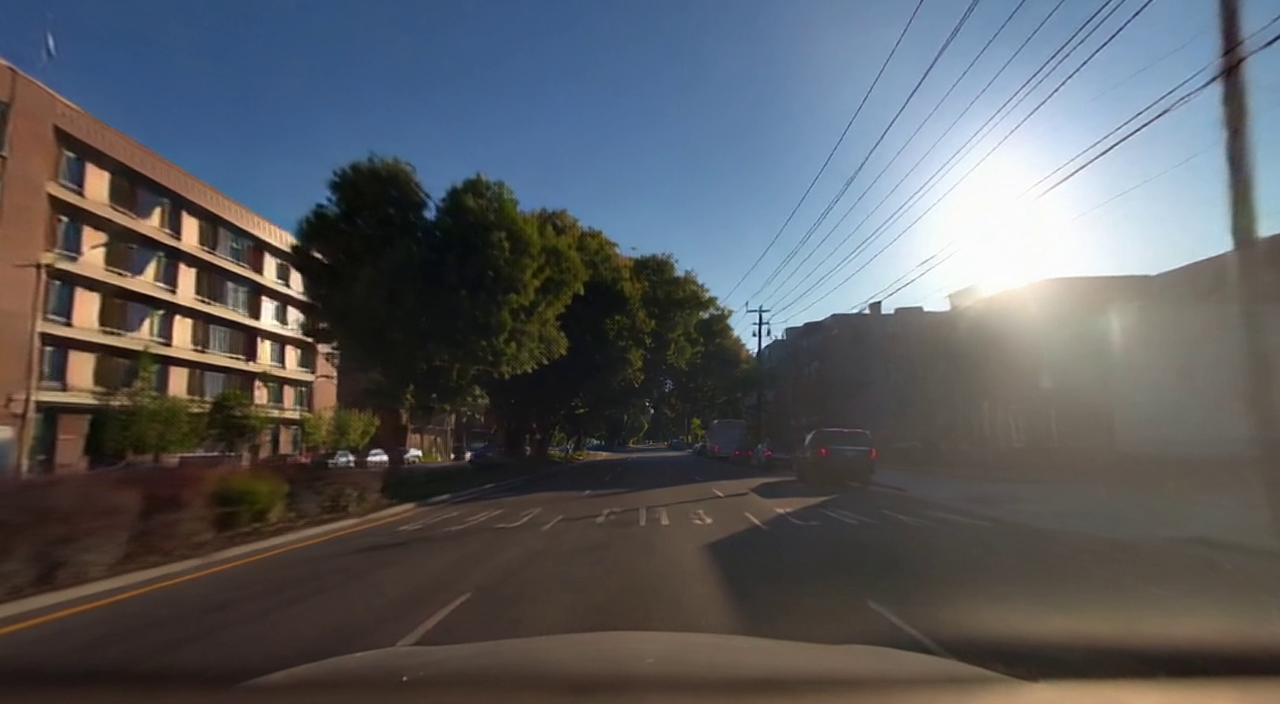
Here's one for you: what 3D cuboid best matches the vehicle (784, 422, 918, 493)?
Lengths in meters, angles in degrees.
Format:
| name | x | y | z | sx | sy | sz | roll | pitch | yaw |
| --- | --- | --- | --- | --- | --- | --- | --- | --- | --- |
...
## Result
| name | x | y | z | sx | sy | sz | roll | pitch | yaw |
| --- | --- | --- | --- | --- | --- | --- | --- | --- | --- |
| vehicle | 6.951 | 3.602 | 21.808 | 2.563 | 2.090 | 6.077 | 0 | -9 | 1 |

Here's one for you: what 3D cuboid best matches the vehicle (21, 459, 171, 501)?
| name | x | y | z | sx | sy | sz | roll | pitch | yaw |
| --- | --- | --- | --- | --- | --- | --- | --- | --- | --- |
| vehicle | -22.330 | 5.227 | 26.206 | 1.877 | 1.473 | 4.892 | -1 | -9 | 1 |

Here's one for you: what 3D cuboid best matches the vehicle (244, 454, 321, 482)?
| name | x | y | z | sx | sy | sz | roll | pitch | yaw |
| --- | --- | --- | --- | --- | --- | --- | --- | --- | --- |
| vehicle | -22.126 | 7.175 | 39.265 | 1.778 | 1.533 | 4.967 | -1 | -9 | 2 |

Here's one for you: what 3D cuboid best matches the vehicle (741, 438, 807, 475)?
| name | x | y | z | sx | sy | sz | roll | pitch | yaw |
| --- | --- | --- | --- | --- | --- | --- | --- | --- | --- |
| vehicle | 7.123 | 5.634 | 34.174 | 2.258 | 1.845 | 5.381 | 0 | -9 | -1 |

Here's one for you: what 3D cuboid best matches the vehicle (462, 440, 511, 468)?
| name | x | y | z | sx | sy | sz | roll | pitch | yaw |
| --- | --- | --- | --- | --- | --- | --- | --- | --- | --- |
| vehicle | -11.704 | 7.833 | 48.529 | 2.418 | 1.978 | 5.196 | -1 | -9 | 1 |

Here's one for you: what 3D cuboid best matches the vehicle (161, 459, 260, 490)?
| name | x | y | z | sx | sy | sz | roll | pitch | yaw |
| --- | --- | --- | --- | --- | --- | --- | --- | --- | --- |
| vehicle | -22.186 | 6.322 | 32.788 | 1.907 | 1.404 | 4.413 | -1 | -9 | 2 |
